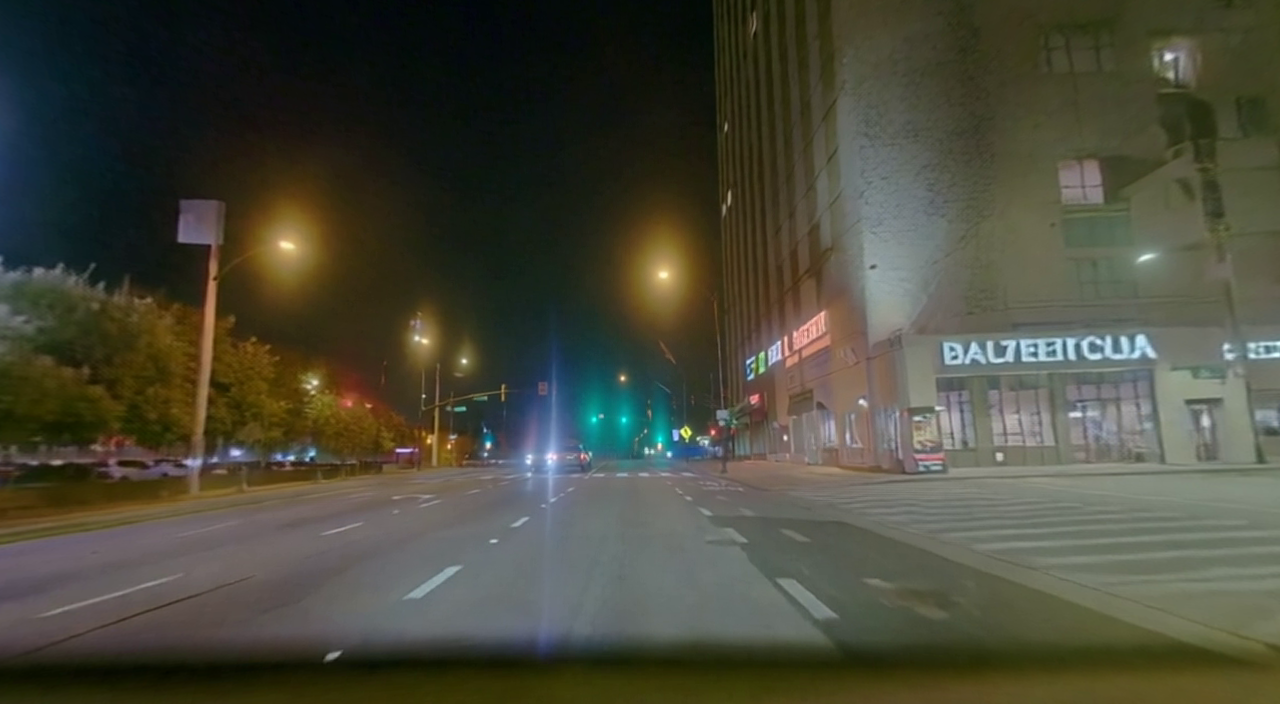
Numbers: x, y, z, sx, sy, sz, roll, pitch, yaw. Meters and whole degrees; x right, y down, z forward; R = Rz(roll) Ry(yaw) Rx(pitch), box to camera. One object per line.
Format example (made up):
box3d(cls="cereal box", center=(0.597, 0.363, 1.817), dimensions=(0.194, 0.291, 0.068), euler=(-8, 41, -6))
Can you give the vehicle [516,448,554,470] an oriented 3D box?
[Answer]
box3d(cls="vehicle", center=(-7.430, 7.629, 45.068), dimensions=(2.010, 1.455, 4.271), euler=(0, -9, -1))
